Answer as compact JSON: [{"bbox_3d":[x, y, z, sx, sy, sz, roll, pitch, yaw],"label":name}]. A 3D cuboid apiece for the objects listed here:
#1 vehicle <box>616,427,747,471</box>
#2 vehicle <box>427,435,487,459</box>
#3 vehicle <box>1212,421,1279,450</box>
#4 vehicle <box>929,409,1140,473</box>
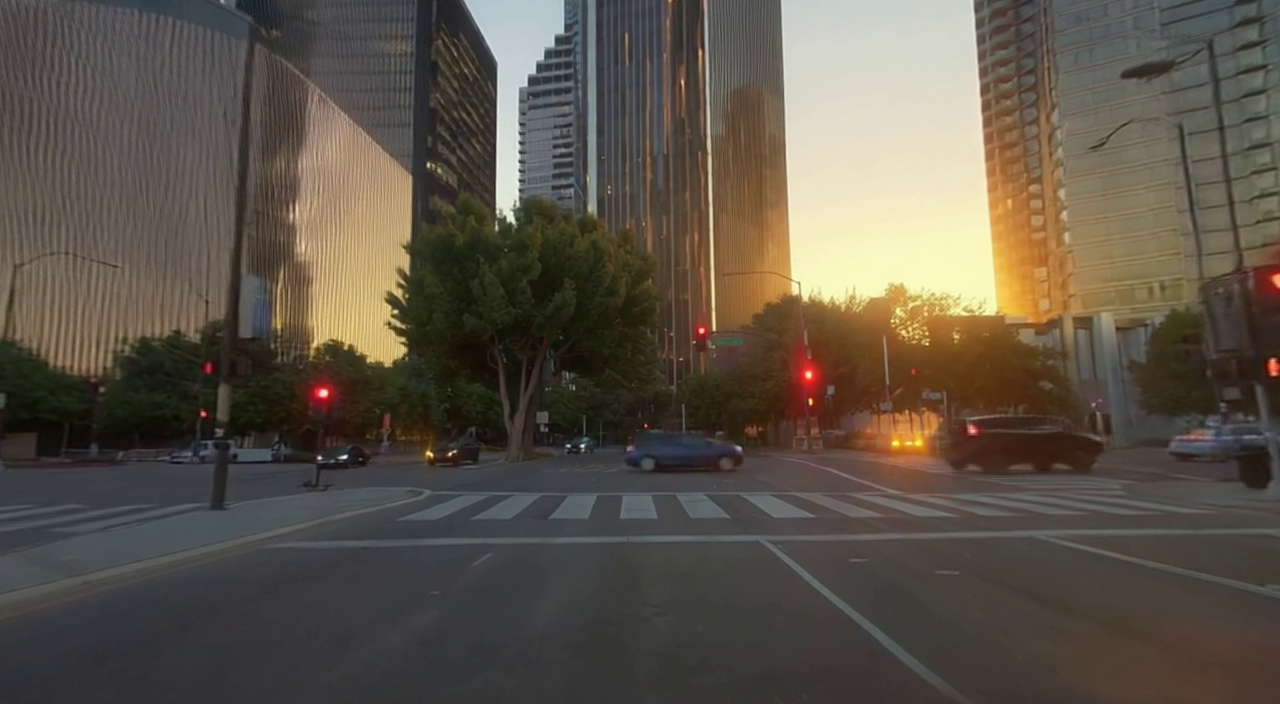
[{"bbox_3d":[1.440,3.496,22.946,4.482,1.492,1.805,0,-9,-6],"label":"vehicle"},{"bbox_3d":[-11.863,6.205,41.216,1.964,1.476,4.593,-2,-9,9],"label":"vehicle"},{"bbox_3d":[32.386,4.317,32.444,4.253,1.429,1.807,0,-8,-3],"label":"vehicle"},{"bbox_3d":[12.936,2.932,20.971,5.659,1.967,2.149,1,-8,-6],"label":"vehicle"}]
